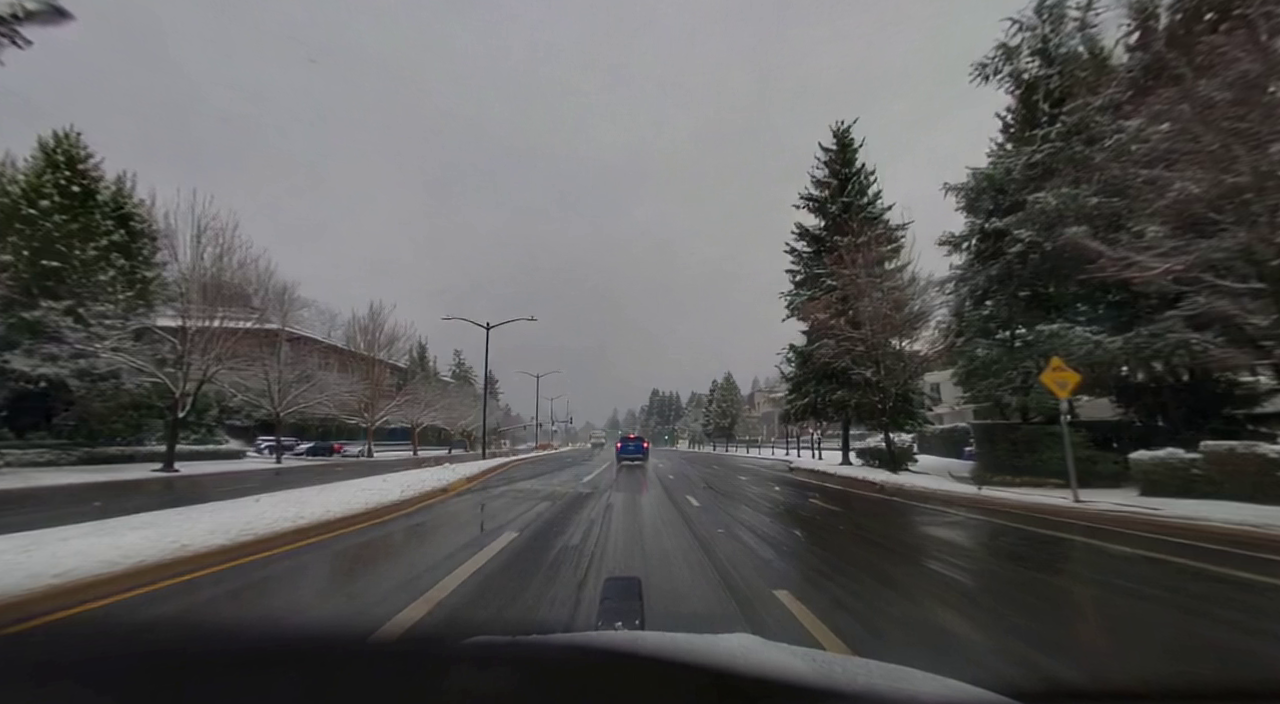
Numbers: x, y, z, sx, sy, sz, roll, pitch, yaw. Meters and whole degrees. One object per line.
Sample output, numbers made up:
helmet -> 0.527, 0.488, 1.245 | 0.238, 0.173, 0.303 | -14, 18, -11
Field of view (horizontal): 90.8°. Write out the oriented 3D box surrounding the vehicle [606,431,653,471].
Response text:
vehicle -> -0.512, 5.079, 32.504 | 2.260, 1.872, 4.578 | 0, -8, 0
